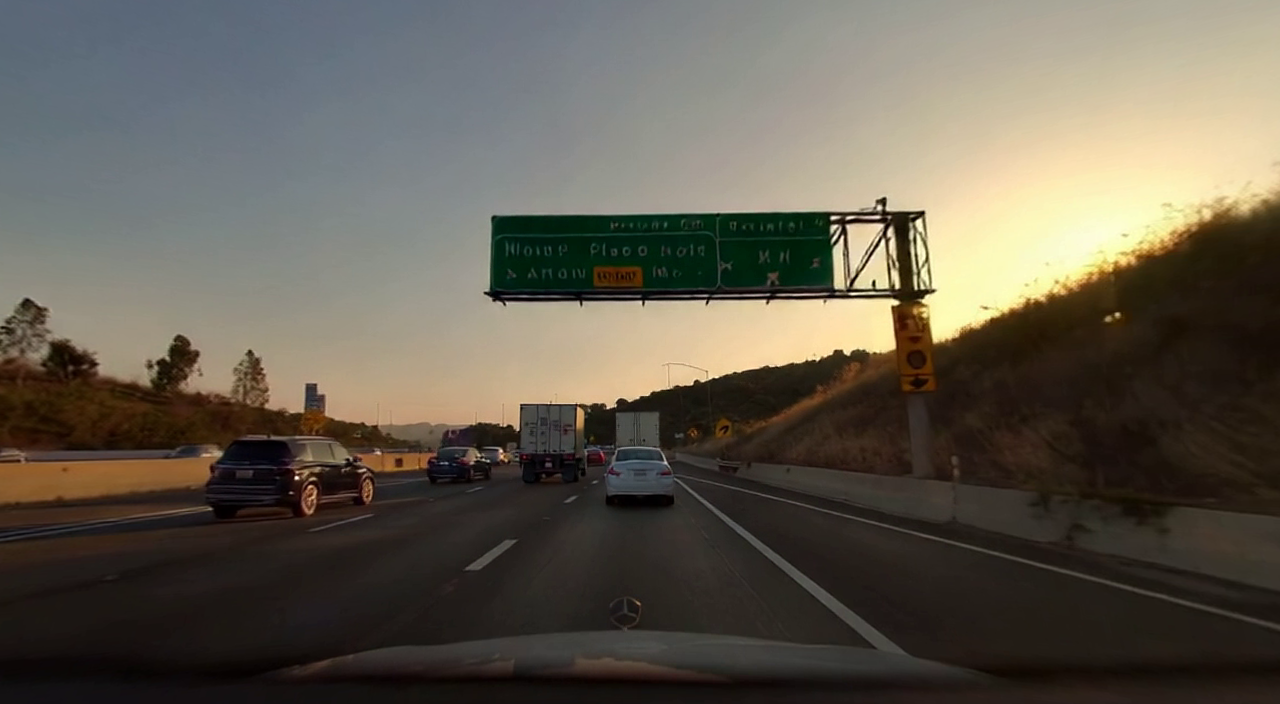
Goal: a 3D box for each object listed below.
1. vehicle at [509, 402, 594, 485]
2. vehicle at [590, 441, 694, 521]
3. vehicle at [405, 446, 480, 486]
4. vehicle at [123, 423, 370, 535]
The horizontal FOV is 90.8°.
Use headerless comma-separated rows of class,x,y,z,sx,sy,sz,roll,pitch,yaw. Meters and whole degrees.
vehicle,-3.851,4.274,29.363,2.812,3.342,7.248,-1,-9,1
vehicle,0.013,2.741,13.835,1.995,1.495,3.380,0,-9,-1
vehicle,-8.118,4.695,26.320,1.880,1.512,3.758,-1,-9,1
vehicle,-7.195,2.355,12.244,1.952,1.746,4.332,0,-9,0
